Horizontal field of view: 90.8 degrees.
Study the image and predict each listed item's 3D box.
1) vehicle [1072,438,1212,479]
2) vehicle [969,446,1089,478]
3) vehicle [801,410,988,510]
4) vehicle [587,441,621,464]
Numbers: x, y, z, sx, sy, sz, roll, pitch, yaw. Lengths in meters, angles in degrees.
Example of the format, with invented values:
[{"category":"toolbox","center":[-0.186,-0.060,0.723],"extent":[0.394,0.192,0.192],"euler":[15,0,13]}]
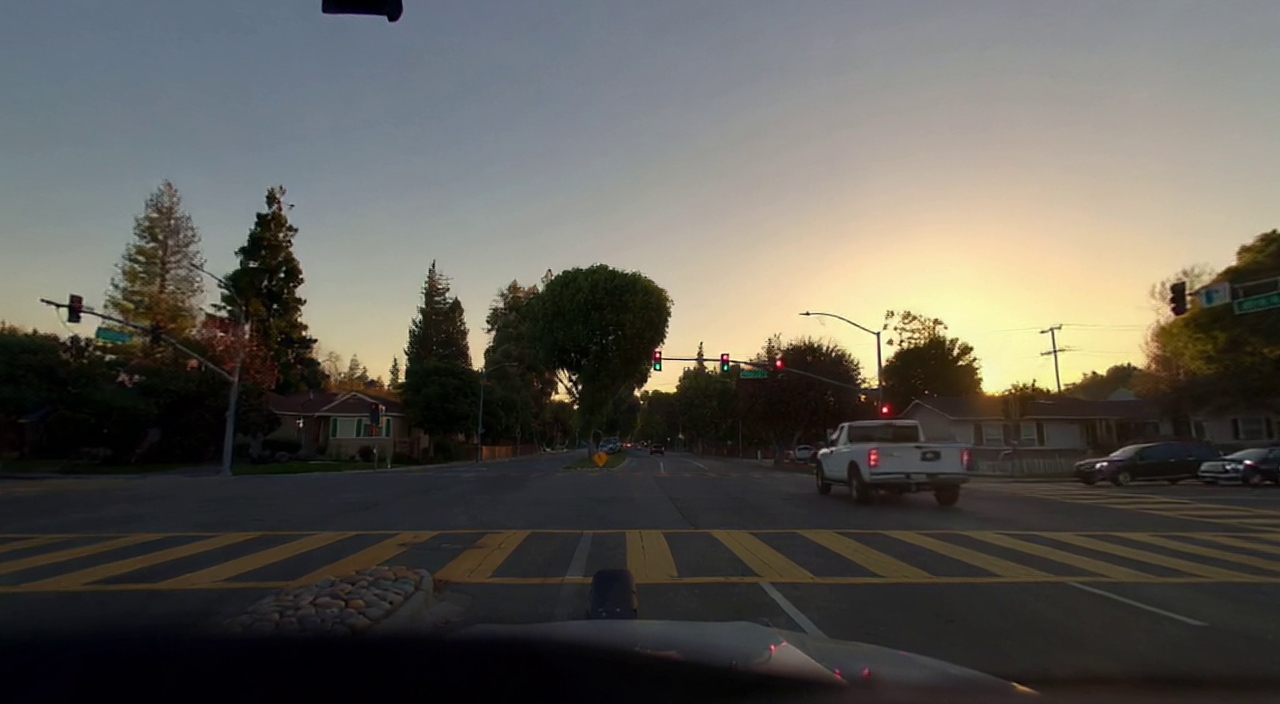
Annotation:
[{"category":"vehicle","center":[23.529,4.988,29.732],"extent":[4.807,1.835,2.033],"euler":[0,-9,-1]},{"category":"vehicle","center":[19.767,5.605,32.230],"extent":[4.874,1.544,1.779],"euler":[0,-9,1]},{"category":"vehicle","center":[5.989,2.654,15.933],"extent":[2.273,2.042,5.717],"euler":[0,-9,-1]},{"category":"vehicle","center":[-2.357,6.715,42.290],"extent":[2.045,1.484,3.991],"euler":[0,-9,0]}]
